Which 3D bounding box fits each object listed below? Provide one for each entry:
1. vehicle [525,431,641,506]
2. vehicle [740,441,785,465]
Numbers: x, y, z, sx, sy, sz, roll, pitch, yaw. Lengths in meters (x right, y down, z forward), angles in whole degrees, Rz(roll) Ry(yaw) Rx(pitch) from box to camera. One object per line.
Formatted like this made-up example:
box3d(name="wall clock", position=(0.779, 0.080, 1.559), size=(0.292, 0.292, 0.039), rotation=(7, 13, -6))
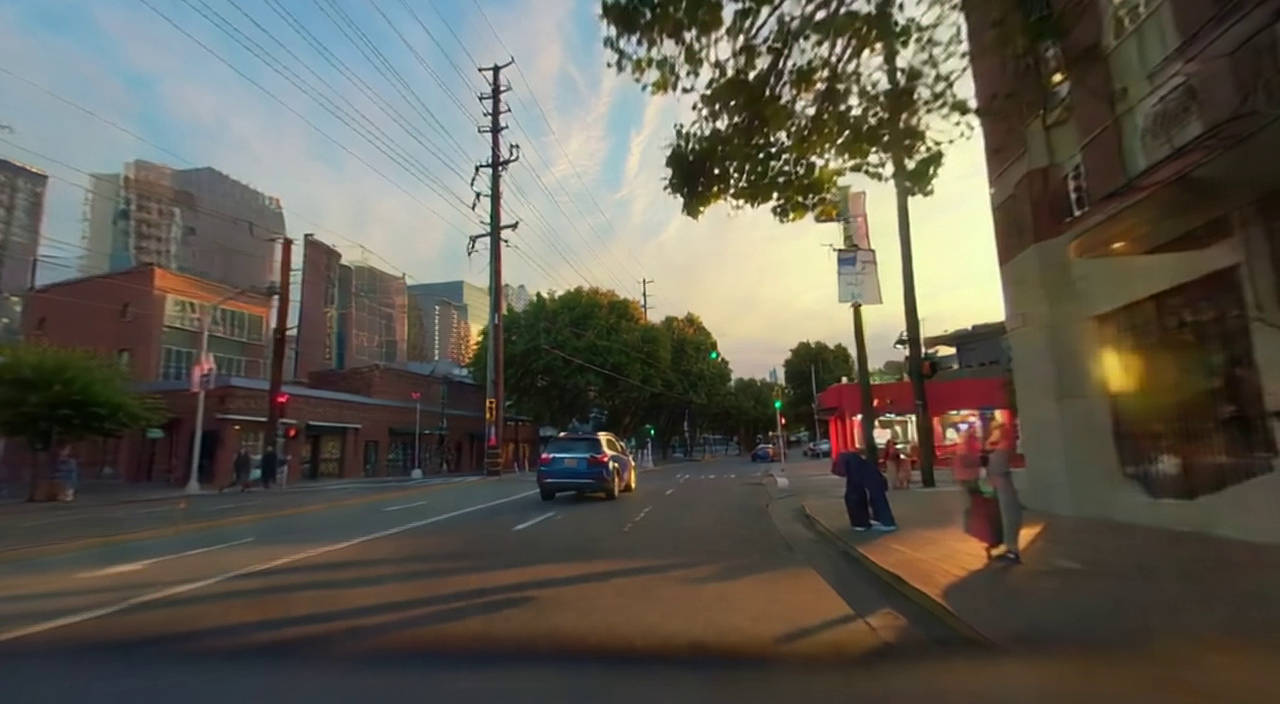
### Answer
box3d(name="vehicle", position=(-1.336, 3.049, 17.007), size=(2.101, 1.721, 4.364), rotation=(-1, -9, 9))
box3d(name="vehicle", position=(8.187, 6.680, 42.002), size=(2.006, 1.470, 4.099), rotation=(-4, -9, 23))
